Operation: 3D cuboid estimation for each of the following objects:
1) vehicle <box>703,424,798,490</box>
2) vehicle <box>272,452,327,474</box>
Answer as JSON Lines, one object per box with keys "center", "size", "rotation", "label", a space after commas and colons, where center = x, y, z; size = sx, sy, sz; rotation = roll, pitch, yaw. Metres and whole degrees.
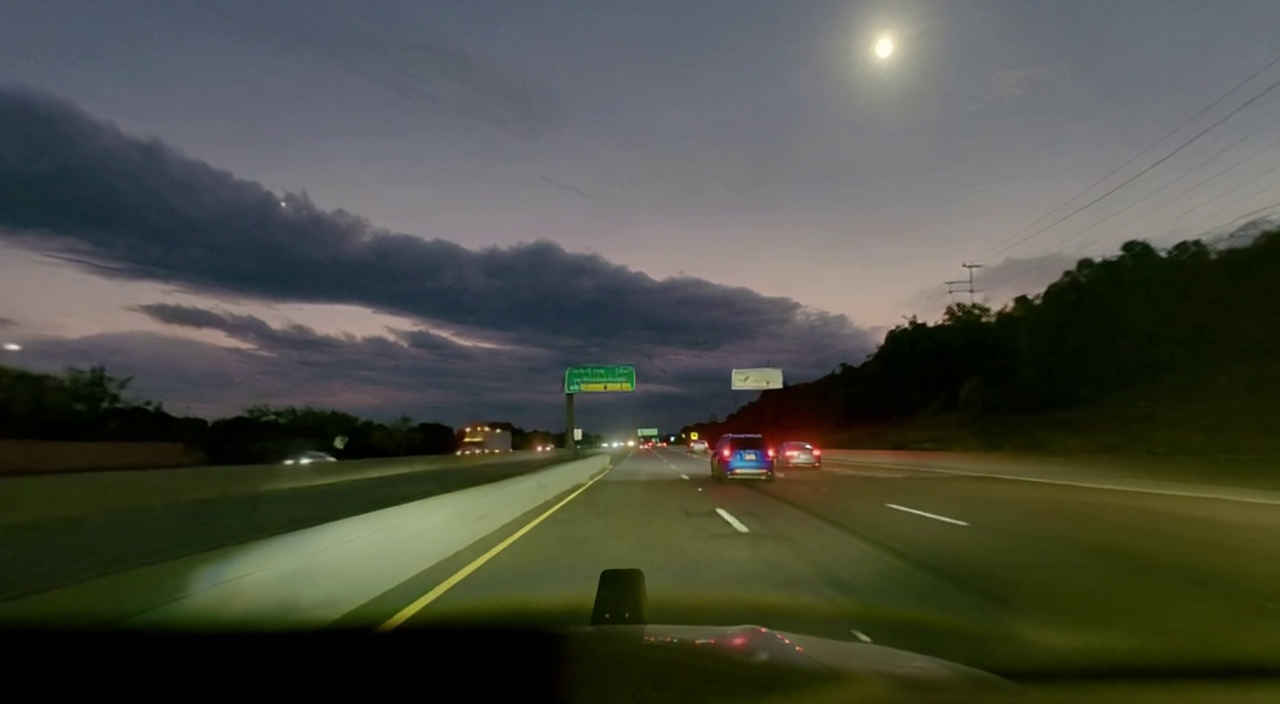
{"center": [3.330, 3.279, 19.972], "size": [2.120, 1.832, 4.287], "rotation": [0, -8, -1], "label": "vehicle"}
{"center": [-26.061, 8.458, 48.399], "size": [2.240, 1.542, 3.557], "rotation": [0, -8, -1], "label": "vehicle"}
